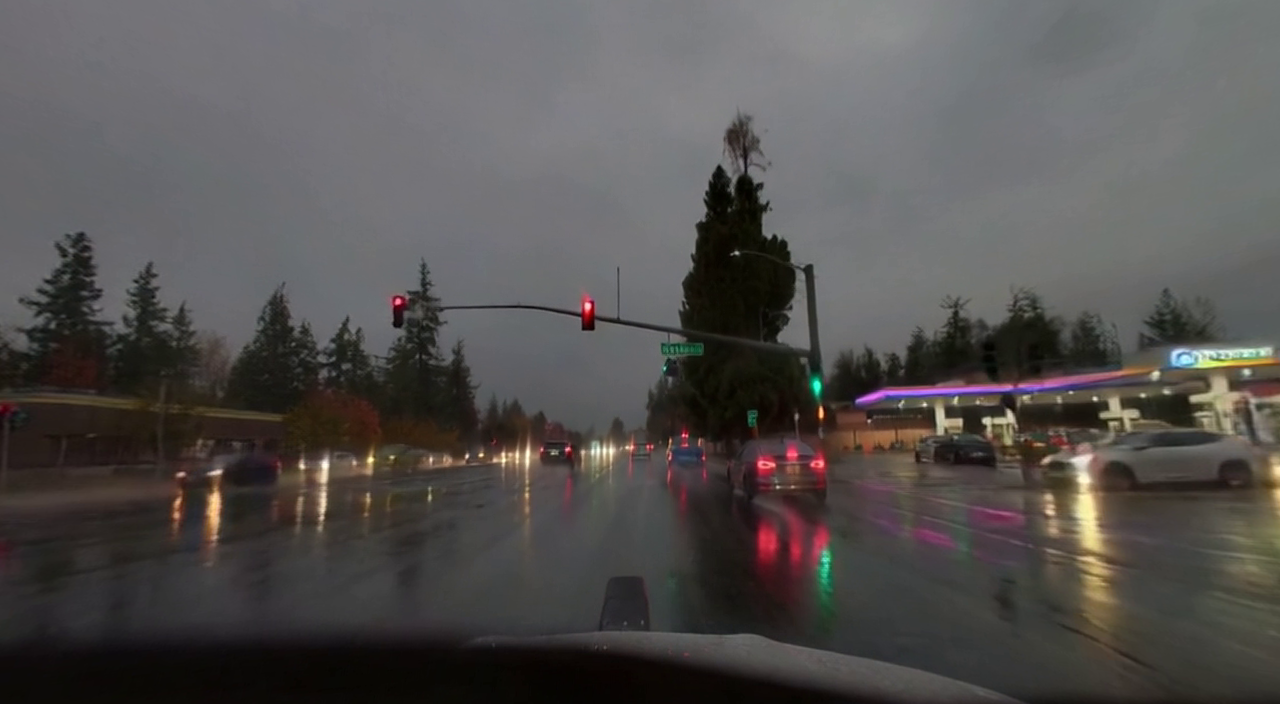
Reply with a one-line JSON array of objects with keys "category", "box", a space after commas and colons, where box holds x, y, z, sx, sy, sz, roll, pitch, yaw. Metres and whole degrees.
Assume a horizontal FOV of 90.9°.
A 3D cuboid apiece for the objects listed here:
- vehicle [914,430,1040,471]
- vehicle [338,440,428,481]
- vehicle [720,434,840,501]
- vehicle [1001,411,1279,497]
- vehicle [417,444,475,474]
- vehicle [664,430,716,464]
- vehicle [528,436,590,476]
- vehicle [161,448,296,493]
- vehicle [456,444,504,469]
[{"category": "vehicle", "box": [17.375, 5.078, 33.091, 2.766, 1.917, 6.394, 0, -7, -4]}, {"category": "vehicle", "box": [-11.473, 4.856, 28.555, 2.091, 1.644, 4.645, 1, -9, 1]}, {"category": "vehicle", "box": [3.512, 3.005, 16.835, 2.095, 1.475, 4.686, 1, -9, -1]}, {"category": "vehicle", "box": [12.389, 2.542, 15.851, 5.156, 1.917, 2.308, 0, -9, 2]}, {"category": "vehicle", "box": [-11.165, 6.155, 36.601, 1.909, 1.467, 4.522, -1, -6, 0]}, {"category": "vehicle", "box": [3.469, 6.846, 45.467, 3.245, 2.199, 6.295, 1, -9, 0]}, {"category": "vehicle", "box": [-3.718, 4.880, 29.812, 2.250, 1.713, 4.422, 1, -9, 1]}, {"category": "vehicle", "box": [-15.373, 4.423, 23.902, 1.933, 1.472, 4.500, 0, -9, 2]}, {"category": "vehicle", "box": [-11.093, 7.252, 44.030, 2.004, 1.509, 4.932, -1, -6, 1]}]
